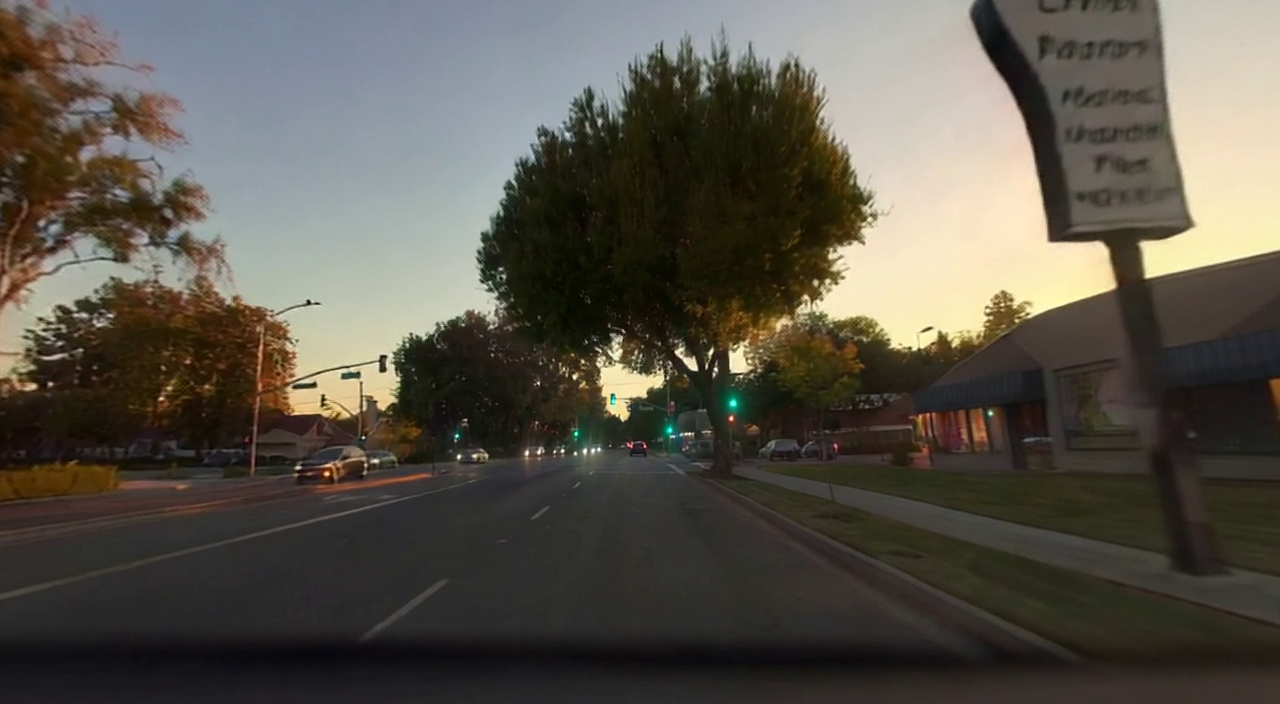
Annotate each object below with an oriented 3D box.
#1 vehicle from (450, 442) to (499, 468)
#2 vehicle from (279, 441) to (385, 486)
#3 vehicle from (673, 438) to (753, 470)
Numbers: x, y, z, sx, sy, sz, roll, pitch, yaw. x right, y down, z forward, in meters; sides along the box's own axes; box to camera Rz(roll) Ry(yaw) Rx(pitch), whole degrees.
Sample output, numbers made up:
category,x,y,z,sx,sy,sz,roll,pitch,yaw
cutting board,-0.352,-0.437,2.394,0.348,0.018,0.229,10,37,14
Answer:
category,x,y,z,sx,sy,sz,roll,pitch,yaw
vehicle,-12.318,7.710,47.201,2.333,1.775,4.889,0,-9,0
vehicle,-12.638,4.578,26.220,2.145,1.660,4.423,0,-9,0
vehicle,4.093,5.643,34.983,2.191,1.607,4.361,-8,-12,44
